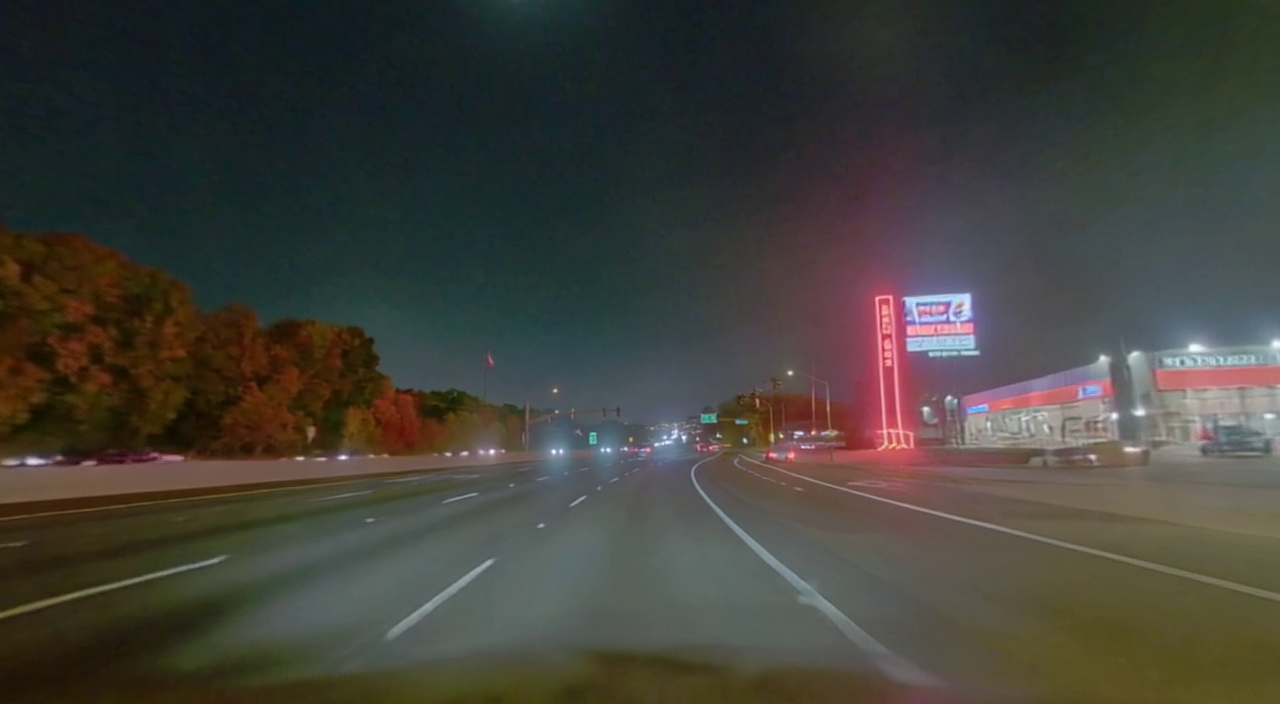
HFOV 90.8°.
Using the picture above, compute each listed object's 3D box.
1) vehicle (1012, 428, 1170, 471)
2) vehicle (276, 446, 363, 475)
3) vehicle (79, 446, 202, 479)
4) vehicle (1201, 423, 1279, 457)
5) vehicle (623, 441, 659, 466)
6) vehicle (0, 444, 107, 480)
[{"bbox_3d":[17.512,3.829,24.814,4.577,1.460,1.937,-5,-9,20],"label":"vehicle"},{"bbox_3d":[-17.280,5.834,34.351,1.991,1.461,4.623,-1,-9,4],"label":"vehicle"},{"bbox_3d":[-23.909,5.260,30.506,1.902,1.462,4.579,-1,-9,5],"label":"vehicle"},{"bbox_3d":[33.751,4.758,34.139,4.628,1.747,1.934,-4,-10,25],"label":"vehicle"},{"bbox_3d":[0.122,7.510,47.019,2.139,1.782,4.079,-1,-9,7],"label":"vehicle"},{"bbox_3d":[-27.766,5.072,29.528,1.854,1.526,4.216,0,-9,4],"label":"vehicle"}]
